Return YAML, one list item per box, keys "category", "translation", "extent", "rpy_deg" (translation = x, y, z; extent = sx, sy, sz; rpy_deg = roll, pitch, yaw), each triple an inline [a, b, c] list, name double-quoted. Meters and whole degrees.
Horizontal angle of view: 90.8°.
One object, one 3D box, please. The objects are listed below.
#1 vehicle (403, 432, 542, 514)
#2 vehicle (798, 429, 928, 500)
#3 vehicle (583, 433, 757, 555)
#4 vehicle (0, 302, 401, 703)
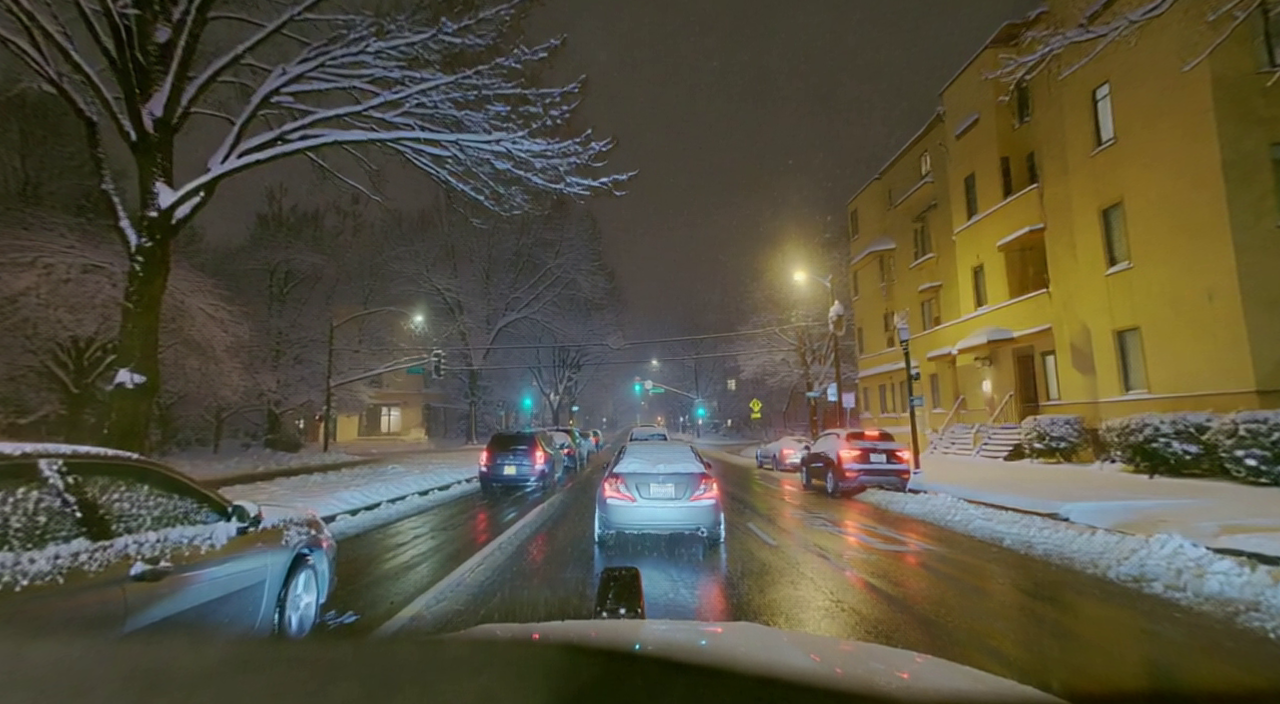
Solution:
- category: "vehicle"
  translation: [-3.512, 2.623, 14.245]
  extent: [1.901, 1.522, 4.556]
  rpy_deg: [0, -9, 0]
- category: "vehicle"
  translation: [6.340, 3.256, 18.673]
  extent: [2.025, 1.808, 4.579]
  rpy_deg: [0, -9, -2]
- category: "vehicle"
  translation: [0.272, 1.995, 9.576]
  extent: [2.095, 1.438, 3.843]
  rpy_deg: [0, -8, -3]
- category: "vehicle"
  translation: [-3.266, 0.928, 3.391]
  extent: [2.152, 1.802, 4.628]
  rpy_deg: [0, -9, 0]
